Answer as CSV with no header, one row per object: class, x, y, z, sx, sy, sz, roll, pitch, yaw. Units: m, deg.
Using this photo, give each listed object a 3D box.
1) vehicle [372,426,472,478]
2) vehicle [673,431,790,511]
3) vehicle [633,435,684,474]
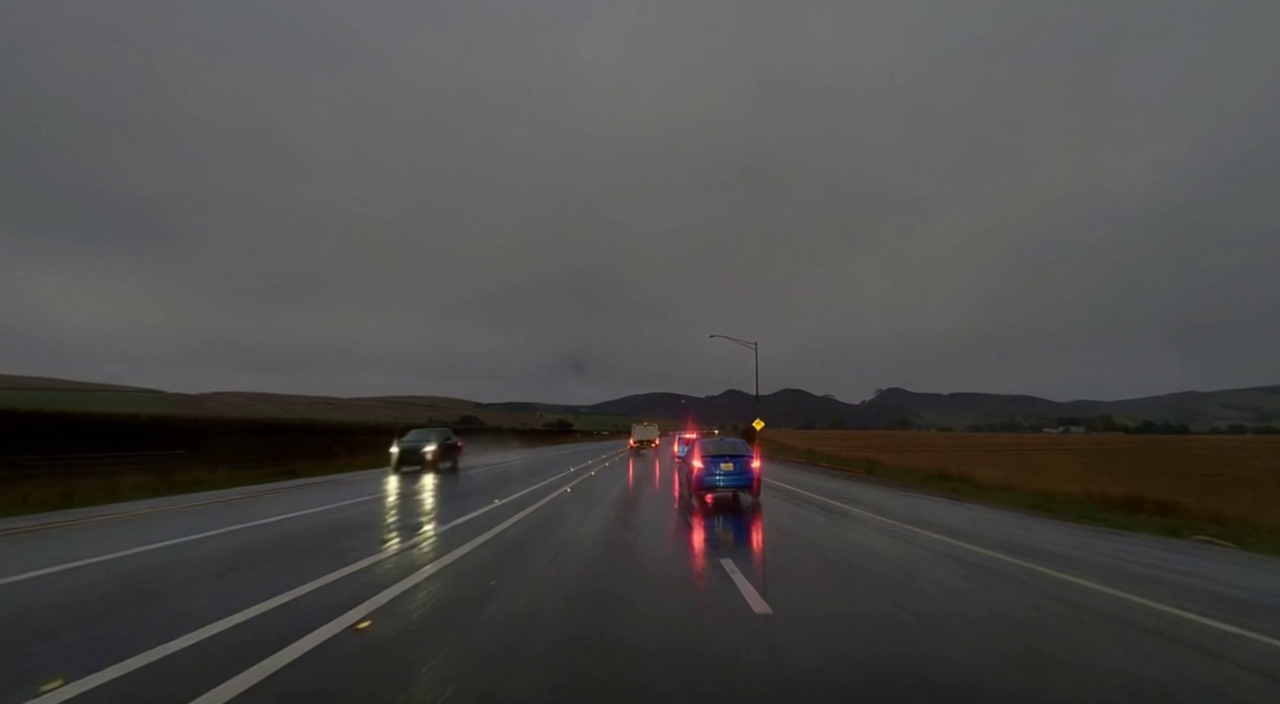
vehicle,-8.027,3.739,23.744,2.070,1.744,4.472,0,-8,1
vehicle,1.885,2.617,14.322,2.007,1.534,3.976,0,-8,-1
vehicle,0.744,4.467,27.731,2.026,1.531,4.273,0,-8,-1
